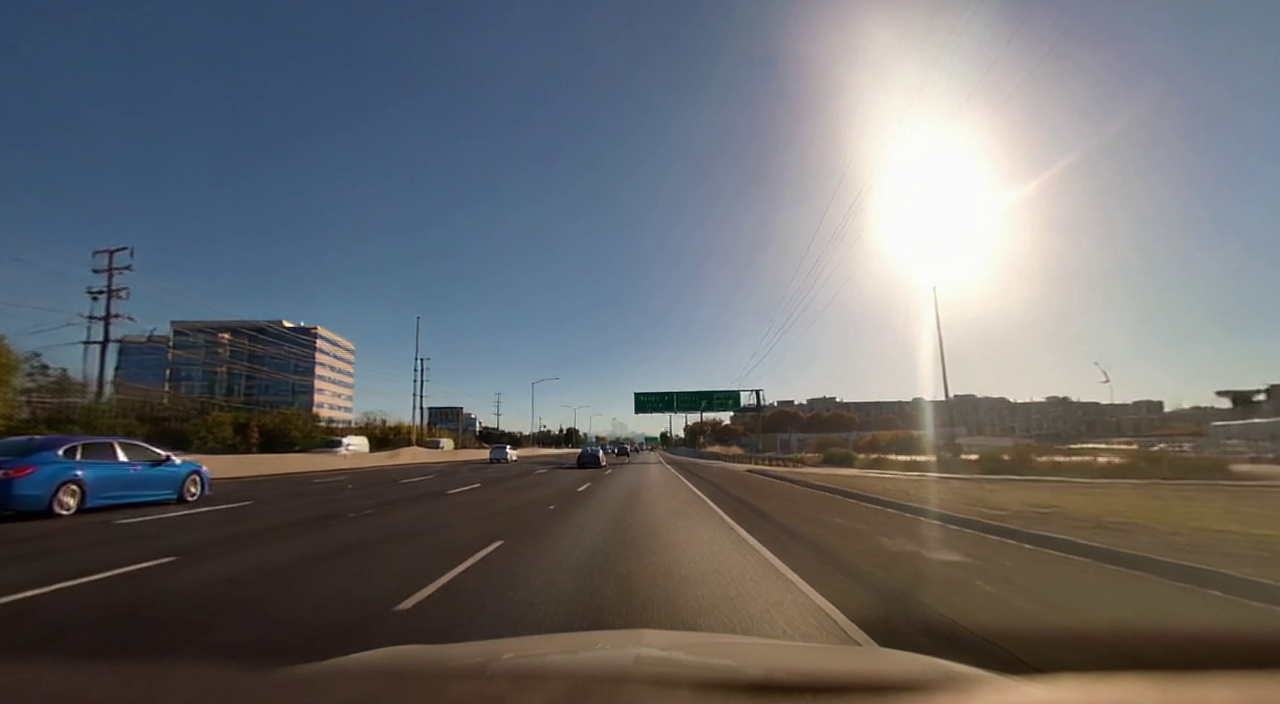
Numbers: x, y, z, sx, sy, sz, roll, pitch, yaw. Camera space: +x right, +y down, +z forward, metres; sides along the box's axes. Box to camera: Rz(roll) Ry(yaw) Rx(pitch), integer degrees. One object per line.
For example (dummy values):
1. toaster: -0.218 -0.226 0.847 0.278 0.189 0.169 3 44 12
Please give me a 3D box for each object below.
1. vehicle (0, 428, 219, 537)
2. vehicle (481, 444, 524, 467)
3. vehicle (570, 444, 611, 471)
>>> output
1. vehicle: -10.064 2.161 11.005 2.002 1.526 4.822 0 -8 2
2. vehicle: -9.487 7.157 43.796 1.930 1.490 3.955 0 -8 2
3. vehicle: -2.925 6.319 38.063 2.050 1.479 4.342 0 -8 1
